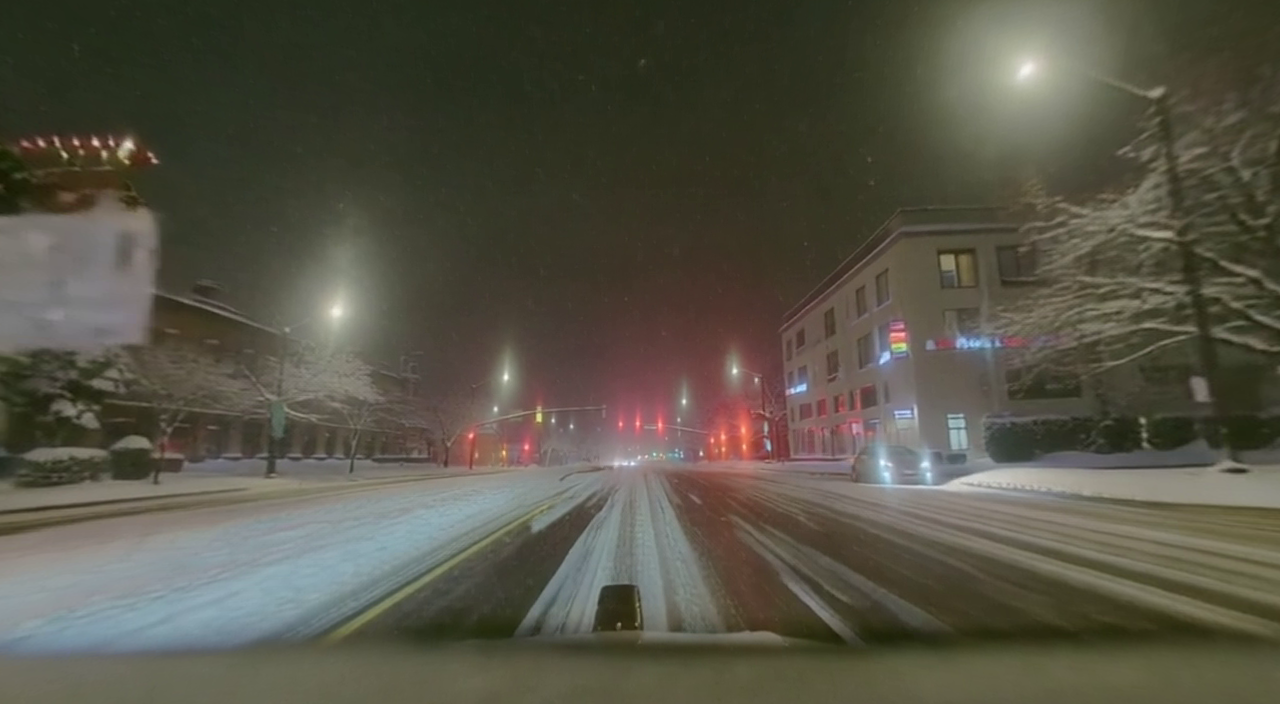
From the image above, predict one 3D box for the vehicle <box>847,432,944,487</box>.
[{"bbox_3d":[10.016,4.283,25.201,2.101,1.957,4.718,0,-9,3],"label":"vehicle"}]
